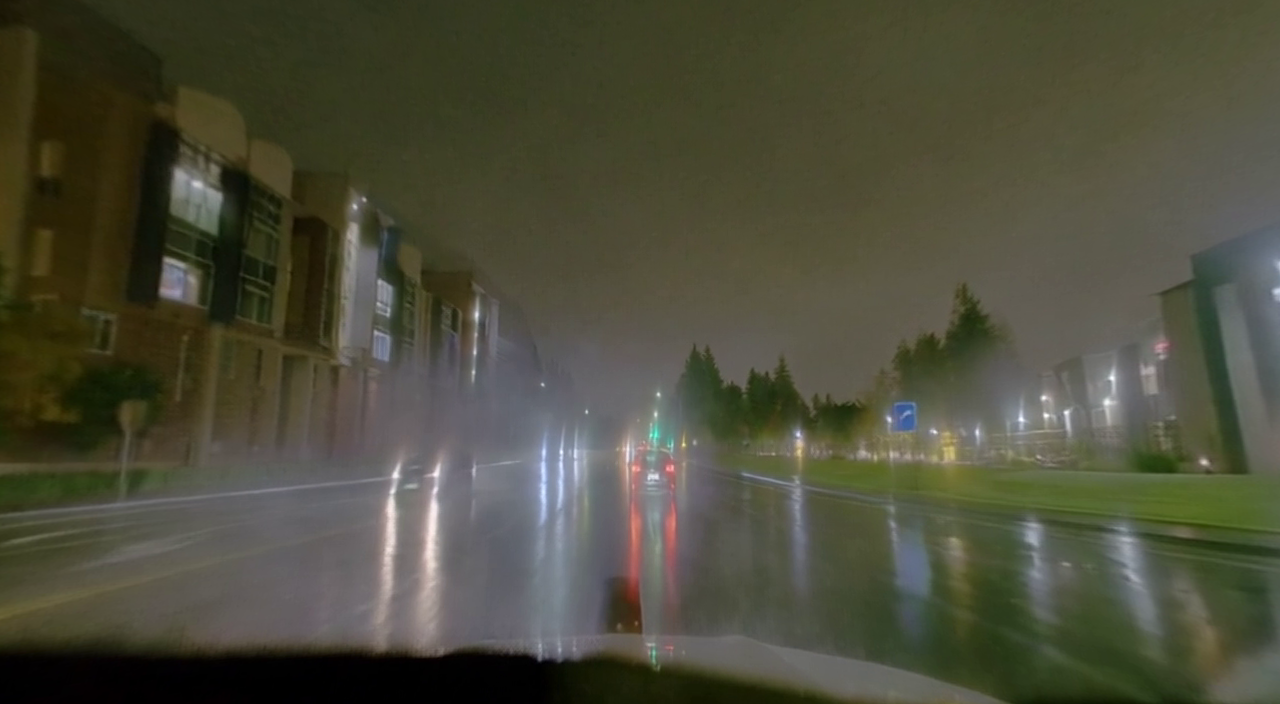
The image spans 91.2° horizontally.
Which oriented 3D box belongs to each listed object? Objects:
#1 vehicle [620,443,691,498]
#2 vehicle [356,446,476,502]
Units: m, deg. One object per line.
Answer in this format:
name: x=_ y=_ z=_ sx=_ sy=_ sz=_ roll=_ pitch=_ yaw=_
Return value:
vehicle: x=0.430 y=3.680 z=19.842 sx=2.014 sy=1.525 sz=3.670 roll=-1 pitch=-9 yaw=-1
vehicle: x=-6.757 y=3.704 z=19.469 sx=2.018 sy=1.498 sz=4.168 roll=-1 pitch=-9 yaw=3
